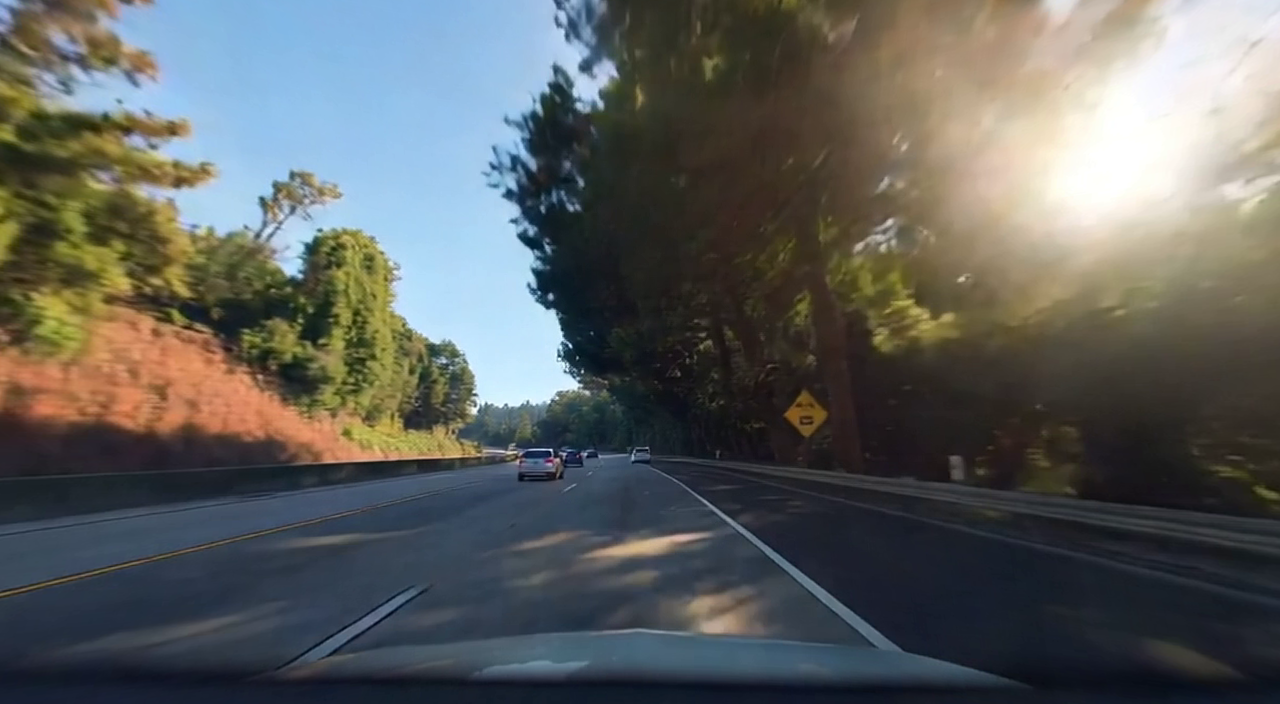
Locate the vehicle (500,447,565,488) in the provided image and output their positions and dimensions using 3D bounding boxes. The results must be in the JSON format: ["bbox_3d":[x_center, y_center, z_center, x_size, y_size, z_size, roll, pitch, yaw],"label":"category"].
[{"bbox_3d":[-4.177,4.528,25.081,1.897,1.481,3.859,0,-9,0],"label":"vehicle"}]

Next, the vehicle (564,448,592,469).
[{"bbox_3d":[-4.761,8.241,49.010,1.838,1.508,4.317,0,-9,-1],"label":"vehicle"}]
